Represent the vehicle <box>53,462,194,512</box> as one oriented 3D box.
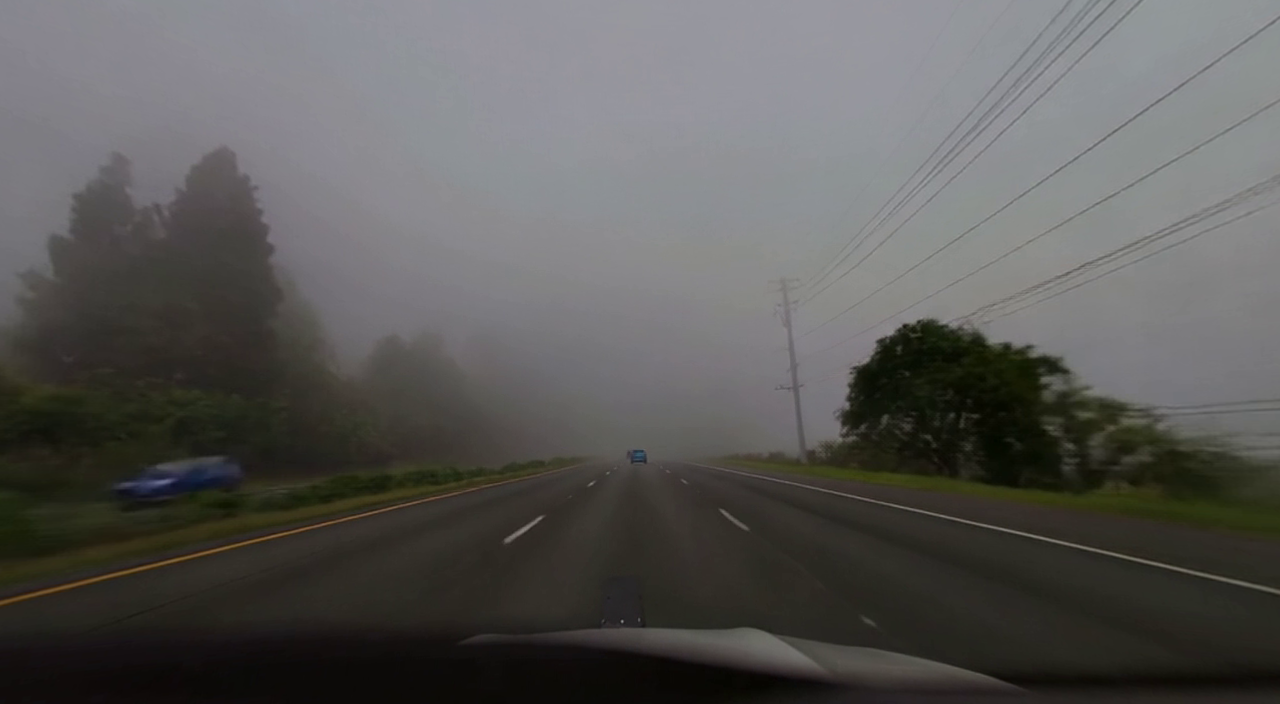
[{"bbox_3d":[-20.256,5.261,25.029,1.837,1.622,4.494,0,-8,-1],"label":"vehicle"}]
